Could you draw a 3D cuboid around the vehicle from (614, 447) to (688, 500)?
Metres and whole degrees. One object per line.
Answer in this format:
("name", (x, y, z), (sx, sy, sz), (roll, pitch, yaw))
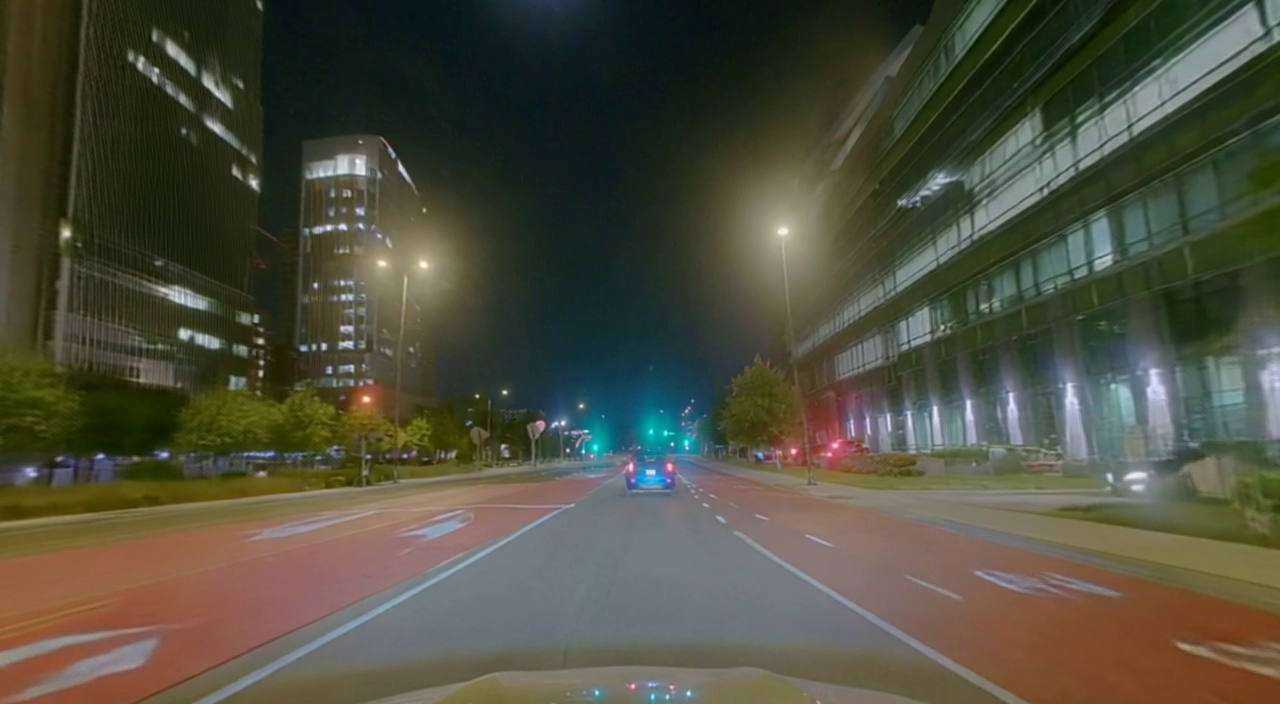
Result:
("vehicle", (0.298, 3.728, 19.759), (2.063, 1.442, 4.135), (0, -9, 0))

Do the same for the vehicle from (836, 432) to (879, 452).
("vehicle", (16.202, 6.767, 47.146), (1.979, 1.460, 3.848), (-1, -9, 2))
